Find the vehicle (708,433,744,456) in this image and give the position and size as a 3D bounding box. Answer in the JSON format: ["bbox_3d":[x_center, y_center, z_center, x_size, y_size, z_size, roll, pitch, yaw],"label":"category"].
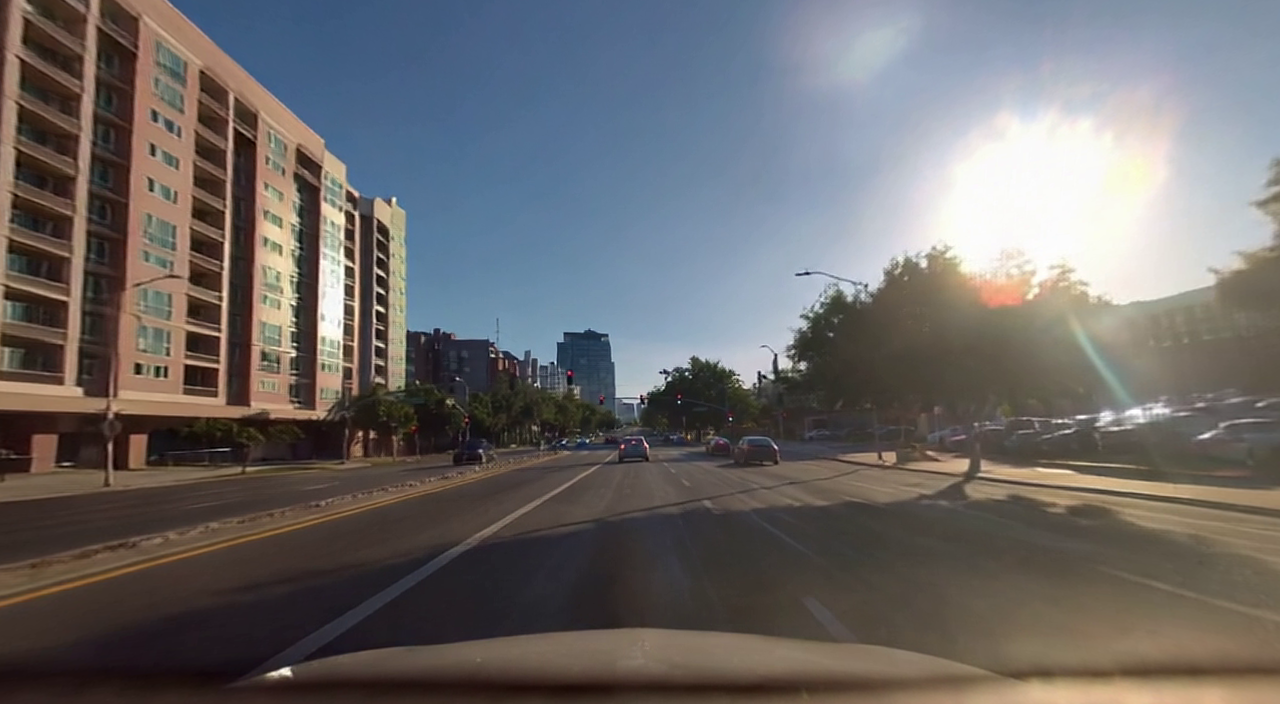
[{"bbox_3d":[6.245,6.850,46.548,1.963,1.611,4.359,0,-9,-1],"label":"vehicle"}]

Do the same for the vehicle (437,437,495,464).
[{"bbox_3d":[-11.871,6.740,43.350,1.858,1.686,4.330,-2,-9,14],"label":"vehicle"}]

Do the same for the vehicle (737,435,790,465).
[{"bbox_3d":[6.271,5.028,32.499,1.768,1.417,4.213,0,-9,-1],"label":"vehicle"}]

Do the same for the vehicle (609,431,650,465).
[{"bbox_3d":[-0.508,4.962,32.687,2.032,1.593,3.896,0,-9,0],"label":"vehicle"}]
